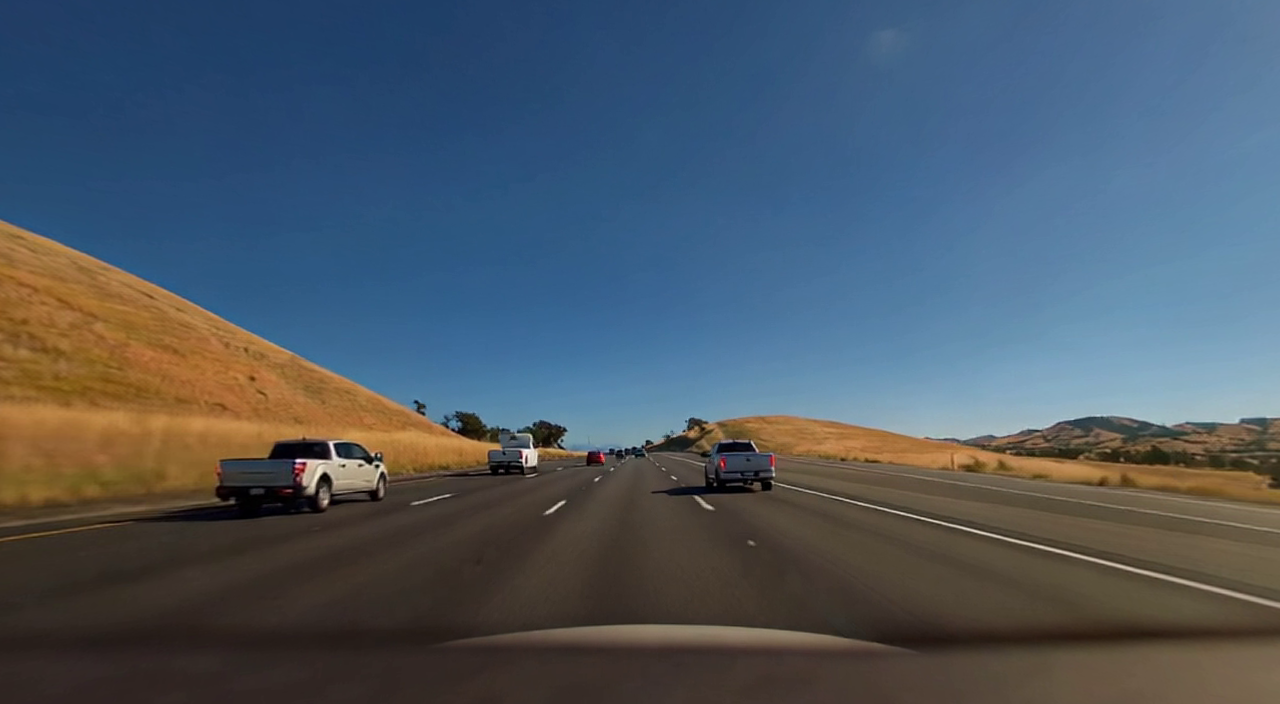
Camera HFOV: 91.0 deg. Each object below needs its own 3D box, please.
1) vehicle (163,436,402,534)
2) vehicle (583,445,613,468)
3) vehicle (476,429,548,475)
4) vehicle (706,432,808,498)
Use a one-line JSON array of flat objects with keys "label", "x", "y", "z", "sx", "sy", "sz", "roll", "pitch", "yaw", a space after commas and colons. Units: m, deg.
[{"label": "vehicle", "x": -6.637, "y": 2.501, "z": 12.524, "sx": 1.935, "sy": 1.550, "sz": 4.883, "roll": 0, "pitch": -9, "yaw": -1}, {"label": "vehicle", "x": -3.134, "y": 7.863, "z": 47.436, "sx": 2.009, "sy": 1.593, "sz": 4.378, "roll": 0, "pitch": -9, "yaw": 0}, {"label": "vehicle", "x": -7.506, "y": 5.987, "z": 37.930, "sx": 2.937, "sy": 2.509, "sz": 7.090, "roll": 0, "pitch": -9, "yaw": -1}, {"label": "vehicle", "x": 3.436, "y": 3.449, "z": 19.544, "sx": 2.231, "sy": 1.789, "sz": 4.700, "roll": 0, "pitch": -9, "yaw": 0}]
